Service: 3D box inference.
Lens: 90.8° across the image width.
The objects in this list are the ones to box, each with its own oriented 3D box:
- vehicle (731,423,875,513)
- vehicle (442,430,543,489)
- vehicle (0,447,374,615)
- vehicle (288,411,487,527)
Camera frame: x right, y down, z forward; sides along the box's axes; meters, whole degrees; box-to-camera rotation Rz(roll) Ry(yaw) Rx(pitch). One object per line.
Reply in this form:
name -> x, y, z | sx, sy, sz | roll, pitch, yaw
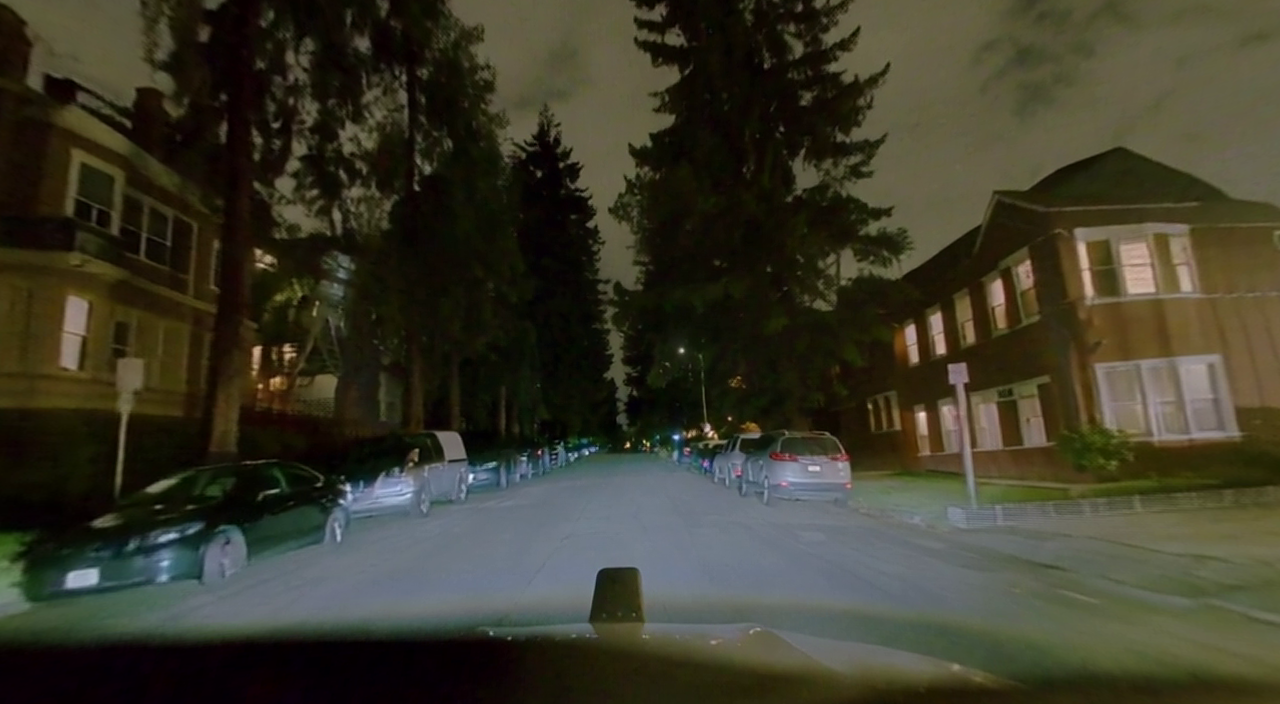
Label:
vehicle -> 3.496, 2.588, 14.584 | 1.994, 1.710, 4.699 | 0, -8, -1
vehicle -> -5.305, 3.958, 23.669 | 2.683, 1.923, 5.421 | 0, -8, -3
vehicle -> -5.285, 1.964, 8.035 | 1.858, 1.456, 4.587 | 0, -8, -1
vehicle -> -5.294, 2.538, 14.367 | 2.390, 2.123, 5.371 | 0, -8, -1
